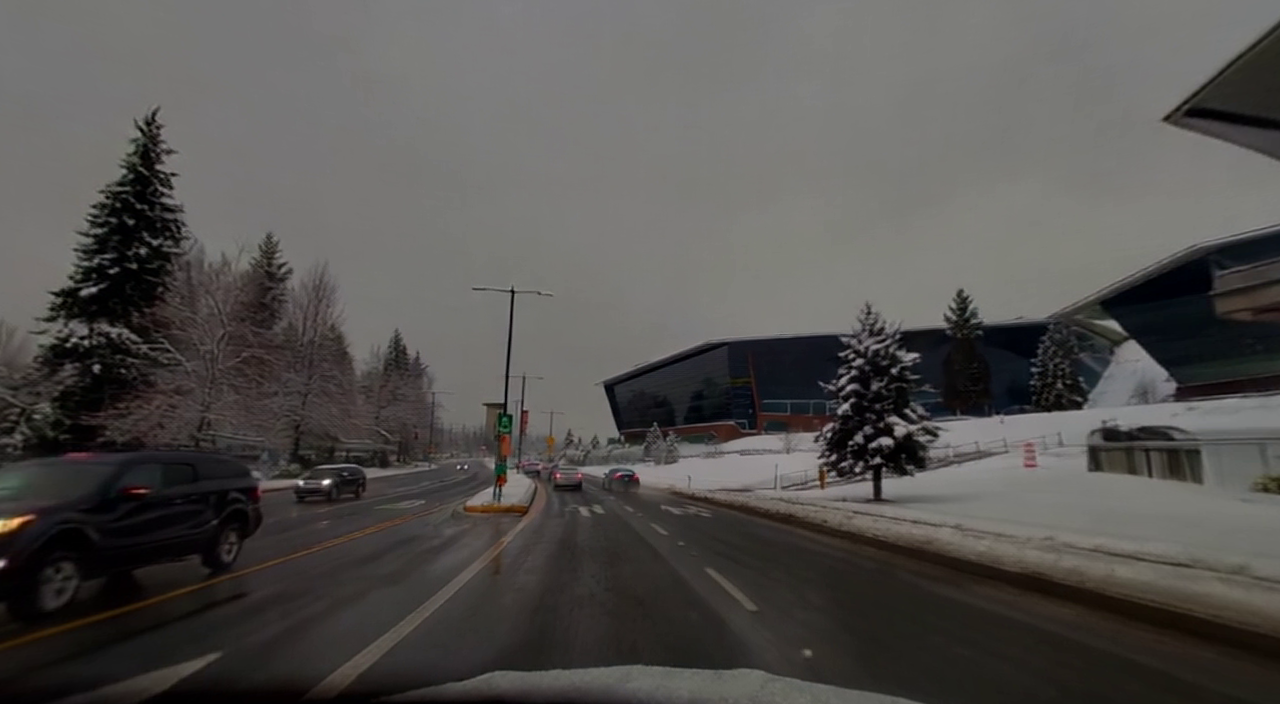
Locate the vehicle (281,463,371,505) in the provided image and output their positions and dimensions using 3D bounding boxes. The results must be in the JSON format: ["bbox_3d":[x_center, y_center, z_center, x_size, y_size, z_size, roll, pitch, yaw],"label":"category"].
[{"bbox_3d":[-12.067,5.068,24.419,1.839,1.456,3.859,2,-10,-6],"label":"vehicle"}]

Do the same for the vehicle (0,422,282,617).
[{"bbox_3d":[-6.632,1.871,7.810,2.011,1.701,4.519,2,-10,-6],"label":"vehicle"}]

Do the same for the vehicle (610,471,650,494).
[{"bbox_3d":[-0.584,7.254,35.032,1.775,1.186,2.933,2,-10,-10],"label":"vehicle"}]

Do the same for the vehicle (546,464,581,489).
[{"bbox_3d":[-5.027,8.110,41.137,2.005,1.498,3.643,3,-10,-10],"label":"vehicle"}]

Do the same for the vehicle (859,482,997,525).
[{"bbox_3d":[10.801,5.705,23.790,4.302,1.456,1.832,1,-10,1],"label":"vehicle"}]
